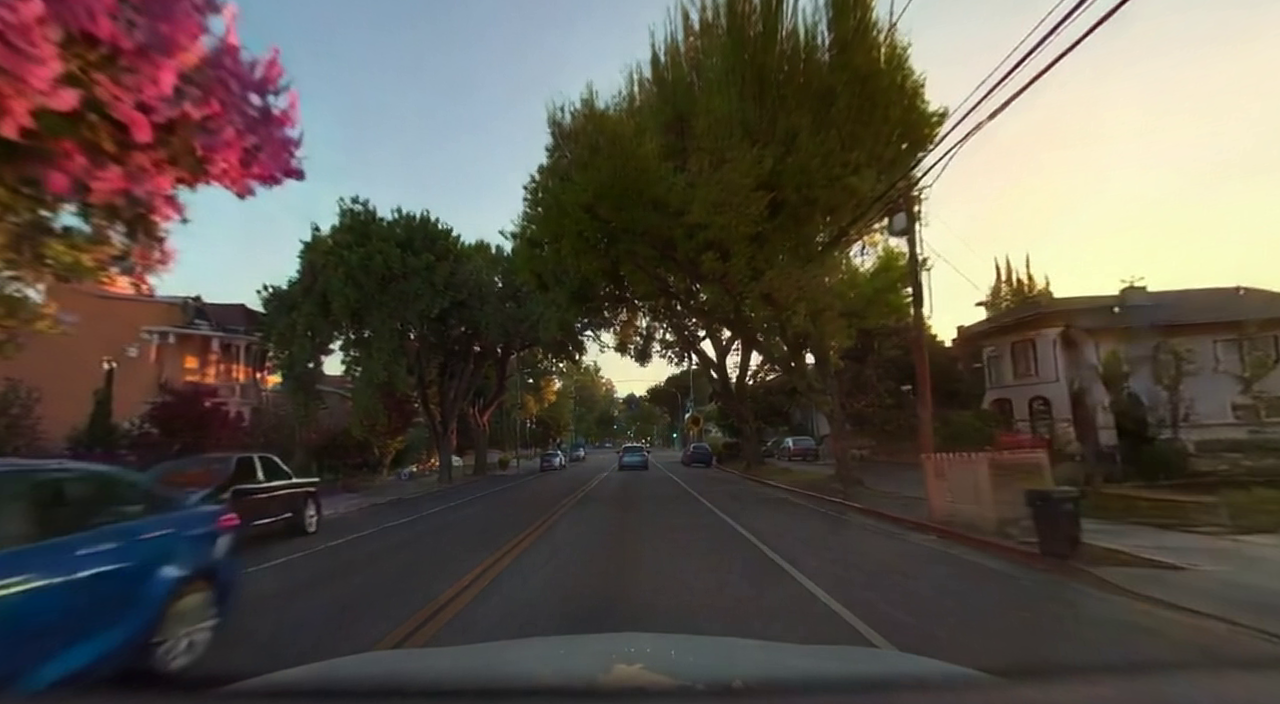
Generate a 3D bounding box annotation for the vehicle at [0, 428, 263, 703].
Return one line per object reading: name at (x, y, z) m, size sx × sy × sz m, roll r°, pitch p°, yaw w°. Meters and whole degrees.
vehicle at (-3.708, 1.047, 2.301) m, size 2.022 × 1.534 × 4.320 m, roll 0°, pitch -8°, yaw -1°

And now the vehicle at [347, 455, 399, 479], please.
vehicle at (-18.022, 7.757, 42.620) m, size 1.797 × 1.414 × 3.641 m, roll 0°, pitch -8°, yaw 2°

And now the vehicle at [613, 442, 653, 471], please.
vehicle at (-0.419, 5.838, 35.394) m, size 2.104 × 1.500 × 3.815 m, roll 0°, pitch -8°, yaw -1°

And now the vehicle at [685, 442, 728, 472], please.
vehicle at (3.787, 6.049, 36.490) m, size 1.895 × 1.640 × 4.090 m, roll 0°, pitch -8°, yaw -1°

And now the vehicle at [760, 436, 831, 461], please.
vehicle at (10.911, 6.829, 44.435) m, size 4.467 × 1.727 × 2.009 m, roll 0°, pitch -9°, yaw -1°

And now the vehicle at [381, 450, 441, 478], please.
vehicle at (-15.302, 7.474, 42.303) m, size 2.106 × 1.711 × 4.743 m, roll 0°, pitch -8°, yaw 2°
